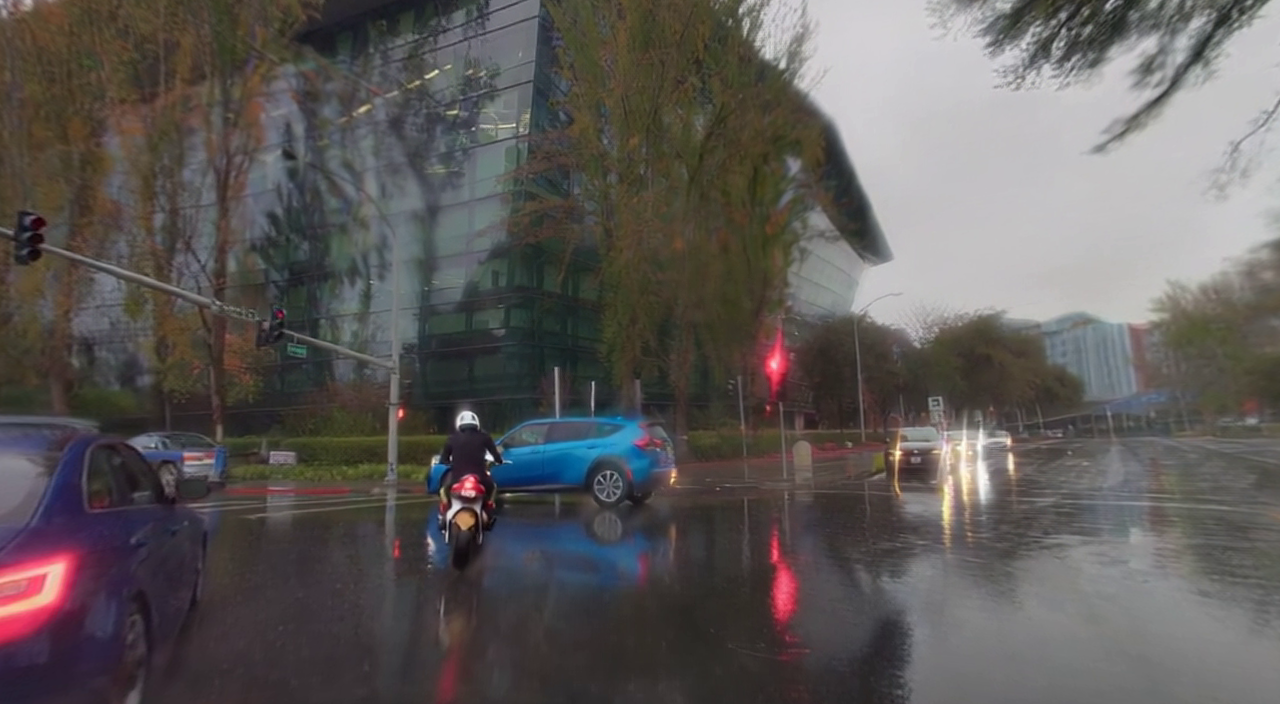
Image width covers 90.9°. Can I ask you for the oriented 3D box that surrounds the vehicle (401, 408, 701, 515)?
[{"bbox_3d":[-1.868,2.263,13.506,5.833,1.960,2.341,2,-9,-16],"label":"vehicle"}]

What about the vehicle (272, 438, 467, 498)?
[{"bbox_3d":[-7.150,3.087,17.012,4.401,1.480,1.864,-1,-8,3],"label":"vehicle"}]

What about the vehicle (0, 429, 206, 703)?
[{"bbox_3d":[-4.323,1.297,4.283,2.009,1.450,4.182,6,-10,-36],"label":"vehicle"}]

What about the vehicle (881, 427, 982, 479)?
[{"bbox_3d":[10.622,3.608,22.798,2.084,1.656,4.583,-7,-11,39],"label":"vehicle"}]
